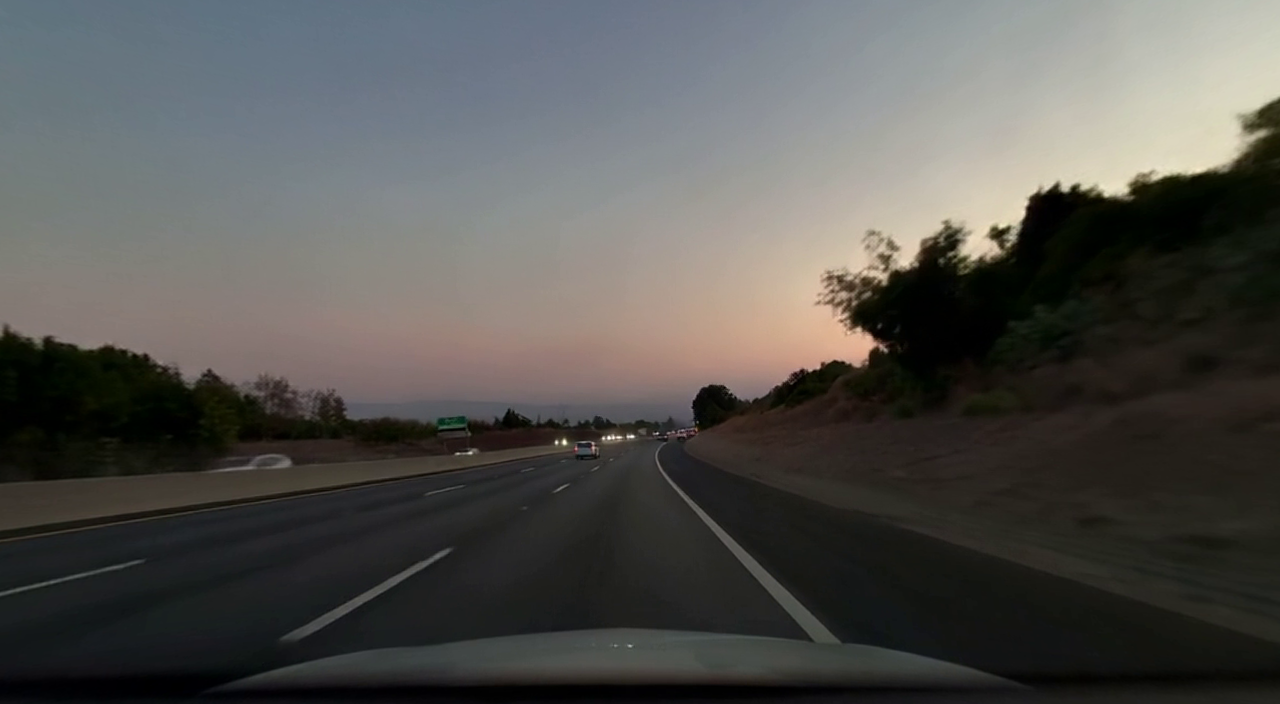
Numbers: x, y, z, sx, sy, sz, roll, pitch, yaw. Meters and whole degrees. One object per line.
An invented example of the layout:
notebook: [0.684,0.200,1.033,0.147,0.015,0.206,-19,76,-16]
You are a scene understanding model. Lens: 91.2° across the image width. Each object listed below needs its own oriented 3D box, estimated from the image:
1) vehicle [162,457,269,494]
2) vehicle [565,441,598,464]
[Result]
vehicle: [-20.340,5.900,30.301,1.974,1.589,4.426,0,-9,1]
vehicle: [-4.218,7.349,45.976,1.998,1.584,4.005,0,-9,1]
